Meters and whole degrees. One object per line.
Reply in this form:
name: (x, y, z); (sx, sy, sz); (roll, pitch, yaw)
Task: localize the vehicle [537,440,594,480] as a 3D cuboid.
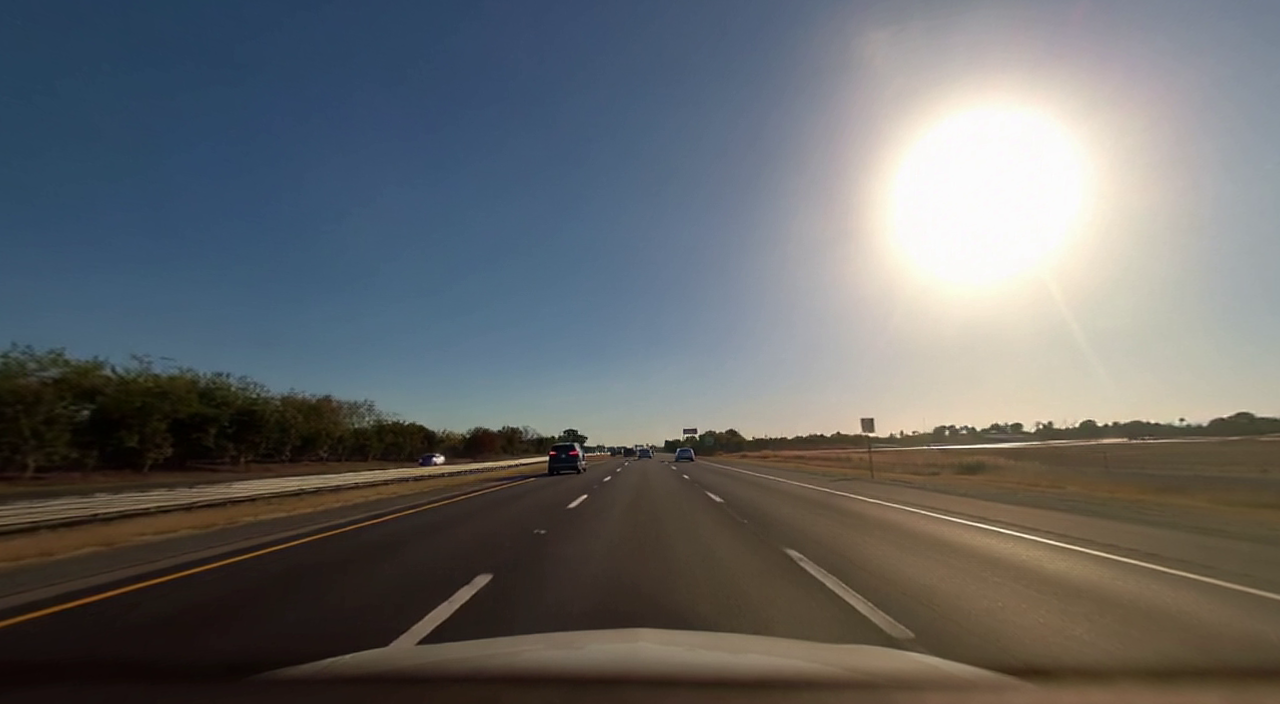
vehicle: (-3.440, 5.071, 29.846); (2.070, 1.707, 4.309); (0, -9, 2)
